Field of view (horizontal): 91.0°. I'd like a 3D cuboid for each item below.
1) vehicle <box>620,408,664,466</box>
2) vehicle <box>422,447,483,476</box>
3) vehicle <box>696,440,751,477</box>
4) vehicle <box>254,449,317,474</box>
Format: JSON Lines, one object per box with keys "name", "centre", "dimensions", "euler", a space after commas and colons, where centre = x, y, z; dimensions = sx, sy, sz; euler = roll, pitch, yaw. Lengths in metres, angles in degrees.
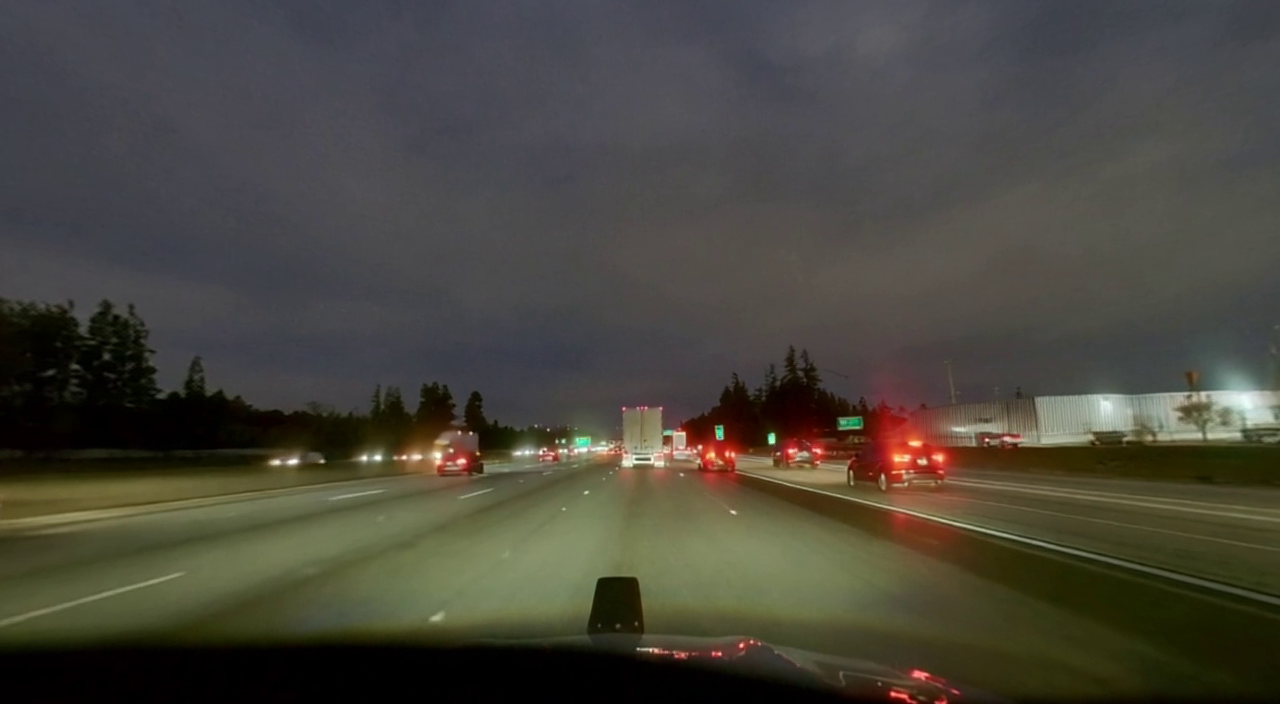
{"name": "vehicle", "centre": [0.330, 6.603, 48.460], "dimensions": [3.012, 3.928, 10.262], "euler": [0, -9, 2]}
{"name": "vehicle", "centre": [-10.592, 6.208, 35.906], "dimensions": [2.015, 1.521, 4.550], "euler": [0, -9, 0]}
{"name": "vehicle", "centre": [4.082, 5.288, 31.571], "dimensions": [2.107, 1.707, 4.445], "euler": [0, -9, 0]}
{"name": "vehicle", "centre": [-27.420, 8.457, 48.958], "dimensions": [2.131, 1.760, 4.698], "euler": [0, -8, 0]}
